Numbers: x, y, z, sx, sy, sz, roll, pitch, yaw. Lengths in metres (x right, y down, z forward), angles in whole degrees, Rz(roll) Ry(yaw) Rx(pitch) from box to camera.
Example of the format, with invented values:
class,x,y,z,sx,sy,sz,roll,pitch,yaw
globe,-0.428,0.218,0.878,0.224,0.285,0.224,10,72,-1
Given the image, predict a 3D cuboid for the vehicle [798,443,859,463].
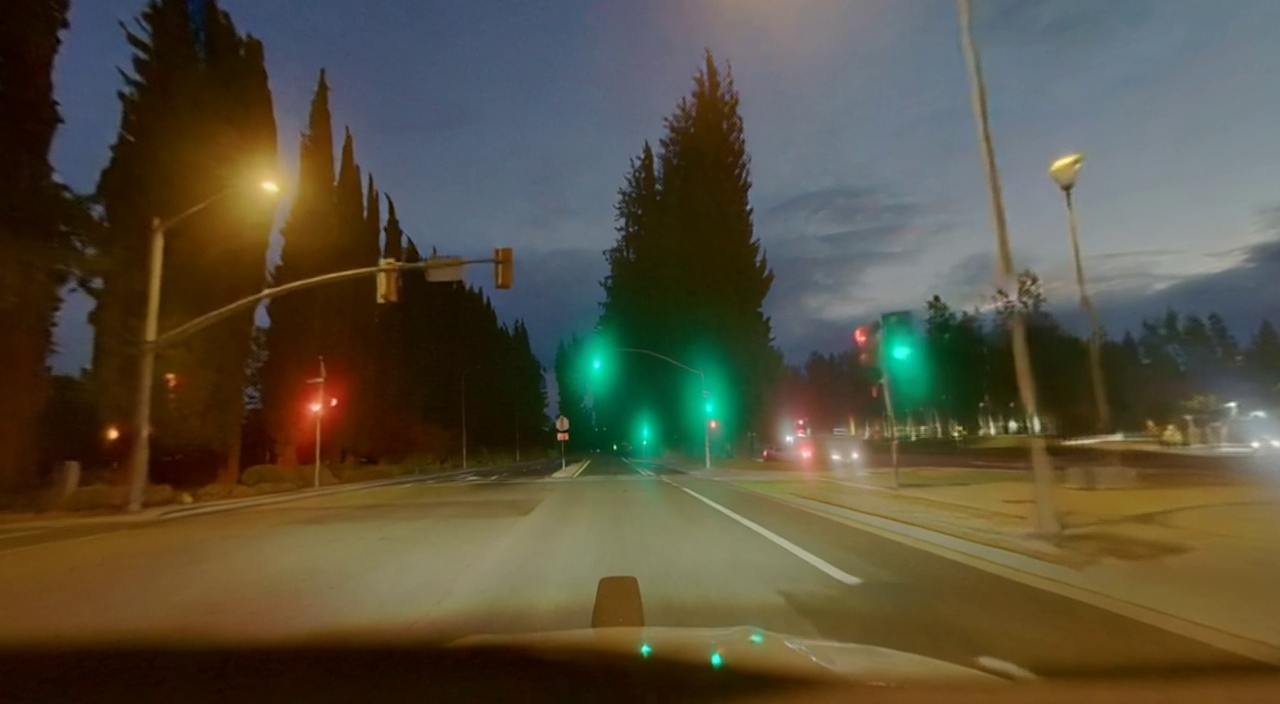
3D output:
class,x,y,z,sx,sy,sz,roll,pitch,yaw
vehicle,13.795,7.420,46.299,3.914,1.415,1.626,0,-8,0
